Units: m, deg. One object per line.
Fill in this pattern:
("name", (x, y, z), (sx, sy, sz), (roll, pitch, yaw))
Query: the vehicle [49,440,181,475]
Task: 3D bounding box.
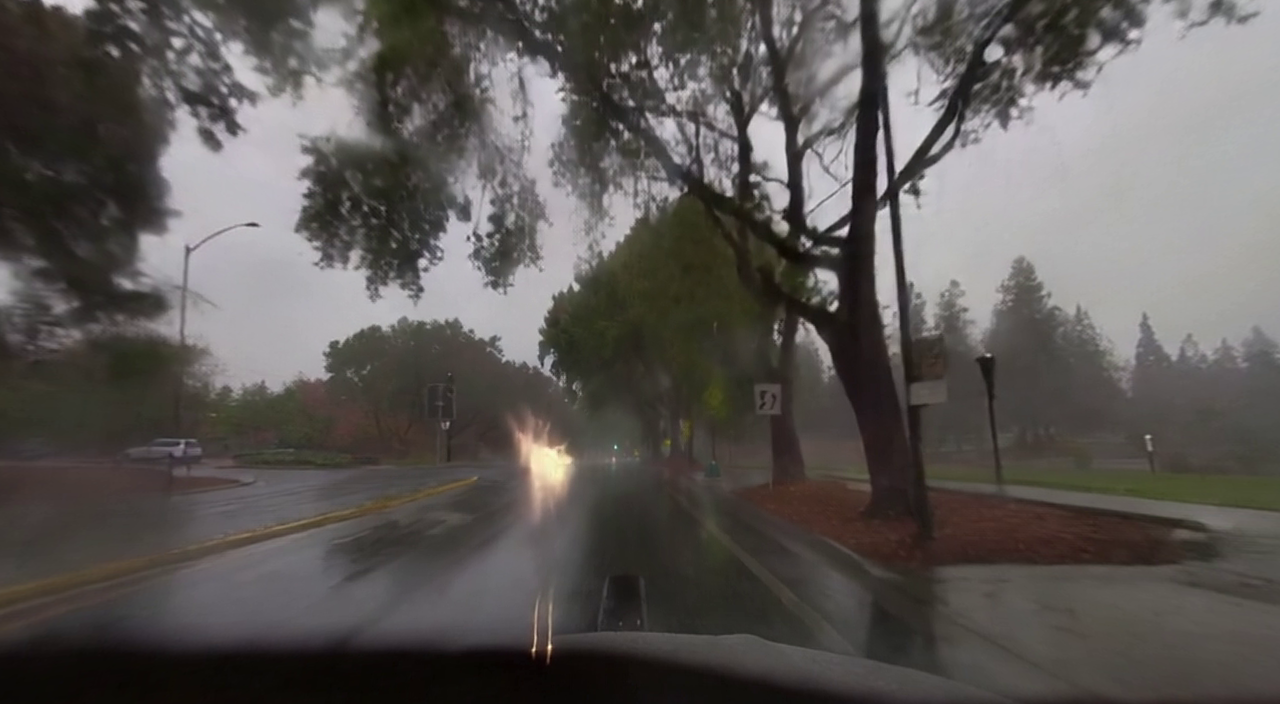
("vehicle", (-24.483, 4.915, 29.561), (4.534, 1.488, 1.930), (-1, -8, 3))
